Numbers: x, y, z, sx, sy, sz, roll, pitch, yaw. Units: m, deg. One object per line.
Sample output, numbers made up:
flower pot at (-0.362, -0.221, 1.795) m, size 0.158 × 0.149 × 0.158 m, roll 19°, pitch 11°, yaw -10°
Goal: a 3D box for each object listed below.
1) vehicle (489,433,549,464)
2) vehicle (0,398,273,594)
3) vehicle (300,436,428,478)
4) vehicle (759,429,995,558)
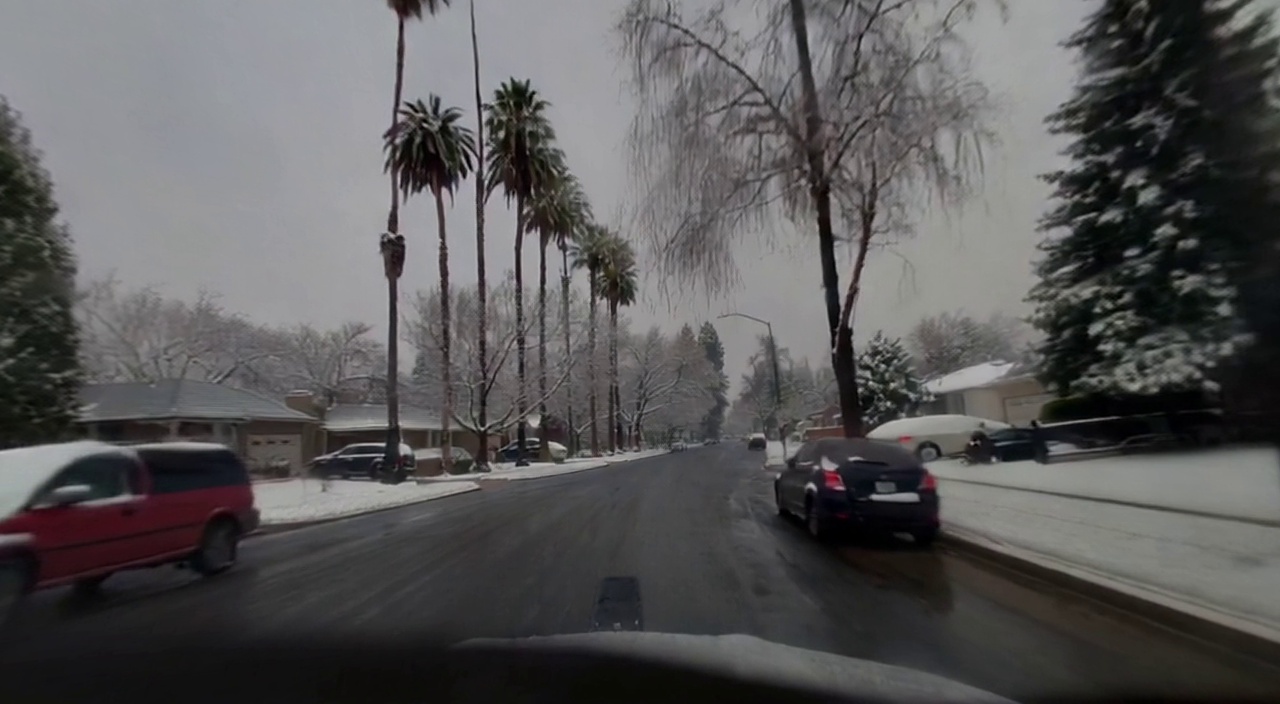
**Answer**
vehicle at (-8.973, 7.217, 46.972) m, size 3.918 × 1.719 × 1.988 m, roll -4°, pitch -21°, yaw 6°
vehicle at (-7.042, 1.971, 7.572) m, size 2.053 × 1.713 × 4.850 m, roll -3°, pitch -21°, yaw 3°
vehicle at (-12.351, 4.697, 28.279) m, size 5.015 × 1.746 × 1.968 m, roll -2°, pitch -9°, yaw 13°
vehicle at (3.243, 2.013, 9.719) m, size 2.045 × 1.519 × 4.231 m, roll -1°, pitch -8°, yaw 1°
